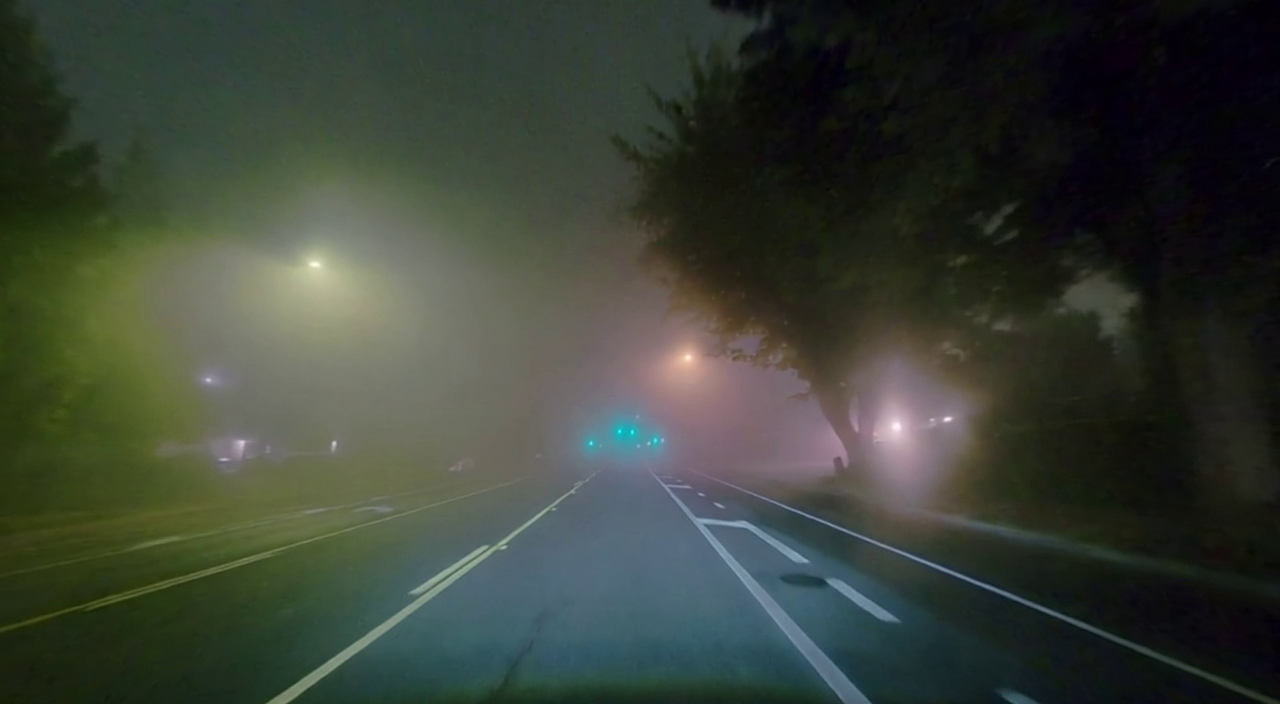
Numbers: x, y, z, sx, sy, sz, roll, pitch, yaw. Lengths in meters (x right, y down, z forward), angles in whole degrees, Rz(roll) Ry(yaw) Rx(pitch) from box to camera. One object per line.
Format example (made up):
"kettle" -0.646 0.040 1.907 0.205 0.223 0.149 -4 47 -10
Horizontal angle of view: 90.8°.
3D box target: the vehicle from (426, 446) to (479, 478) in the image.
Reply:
"vehicle" -12.056 7.140 41.027 2.062 1.821 4.880 -3 -10 -1

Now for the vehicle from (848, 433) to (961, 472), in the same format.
"vehicle" 11.974 4.590 28.867 4.194 1.680 2.150 0 -8 1

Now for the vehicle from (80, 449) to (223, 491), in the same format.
"vehicle" -21.795 5.239 28.333 4.684 1.758 2.138 -1 -8 2

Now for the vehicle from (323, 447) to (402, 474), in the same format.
"vehicle" -19.680 7.690 44.933 4.668 1.824 1.999 0 -9 -1
